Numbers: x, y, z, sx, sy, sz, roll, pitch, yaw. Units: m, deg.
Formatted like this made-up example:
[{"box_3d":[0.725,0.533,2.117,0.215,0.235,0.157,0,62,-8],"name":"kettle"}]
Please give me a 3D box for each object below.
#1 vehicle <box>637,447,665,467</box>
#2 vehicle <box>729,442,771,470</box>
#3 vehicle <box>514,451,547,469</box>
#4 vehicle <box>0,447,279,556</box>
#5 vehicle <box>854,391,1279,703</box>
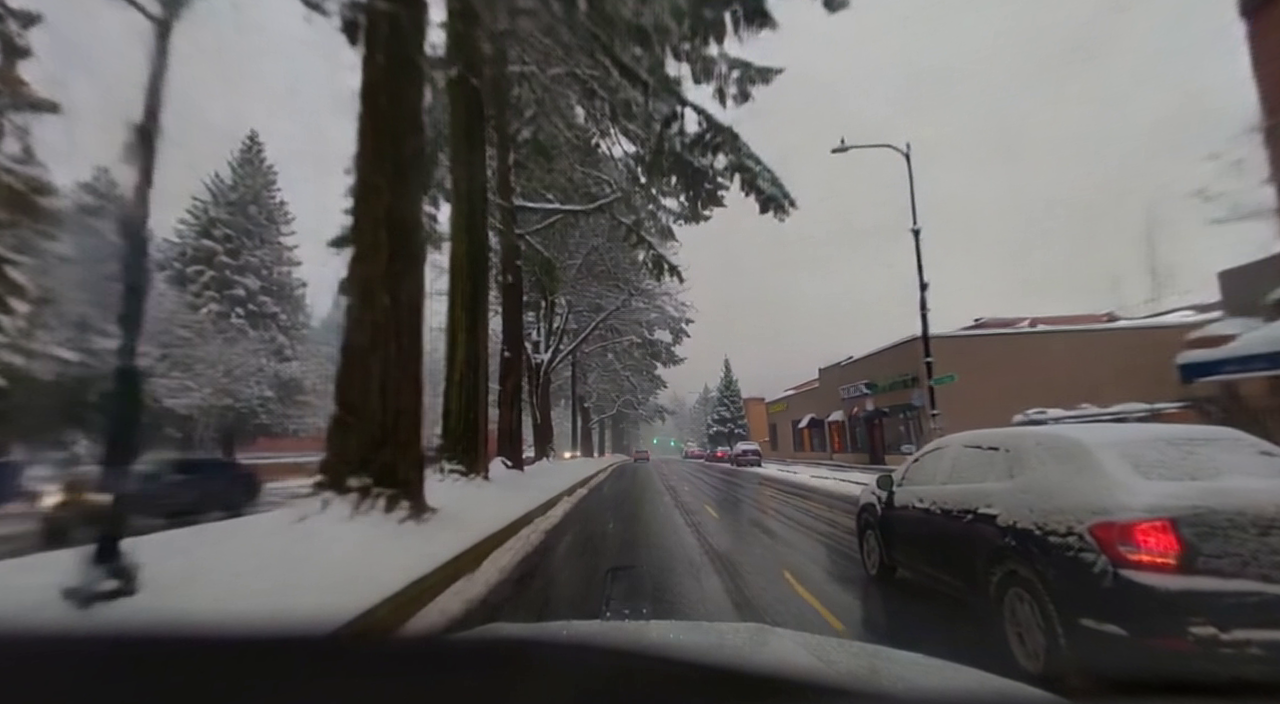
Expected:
[{"box_3d":[0.737,7.564,45.555,1.945,1.343,3.827,0,-8,0],"name":"vehicle"},{"box_3d":[7.582,7.180,43.776,2.050,1.838,4.535,0,-8,0],"name":"vehicle"},{"box_3d":[-8.415,8.322,48.619,1.748,1.278,4.300,0,-8,0],"name":"vehicle"},{"box_3d":[-8.462,2.396,10.881,1.922,1.464,4.201,0,-8,1],"name":"vehicle"},{"box_3d":[3.037,1.151,3.870,1.989,1.498,4.050,0,-8,0],"name":"vehicle"}]
